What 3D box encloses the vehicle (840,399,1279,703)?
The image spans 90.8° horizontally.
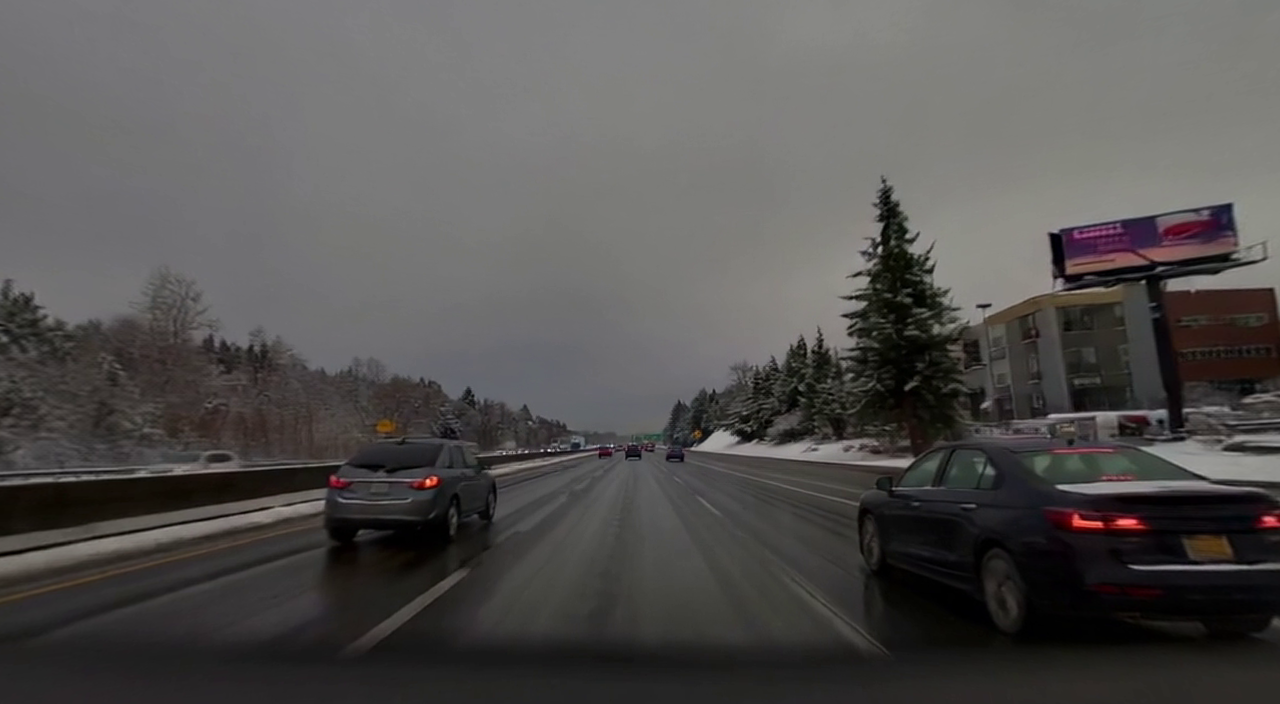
[{"bbox_3d":[3.399,1.314,5.209,1.987,1.509,4.512,0,-9,0],"label":"vehicle"}]

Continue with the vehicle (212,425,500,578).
[{"bbox_3d":[-3.393,1.863,8.714,1.879,1.526,4.483,0,-9,0],"label":"vehicle"}]

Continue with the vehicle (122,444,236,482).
[{"bbox_3d":[-22.961,5.512,31.773,1.881,1.719,5.096,0,-9,-1],"label":"vehicle"}]
